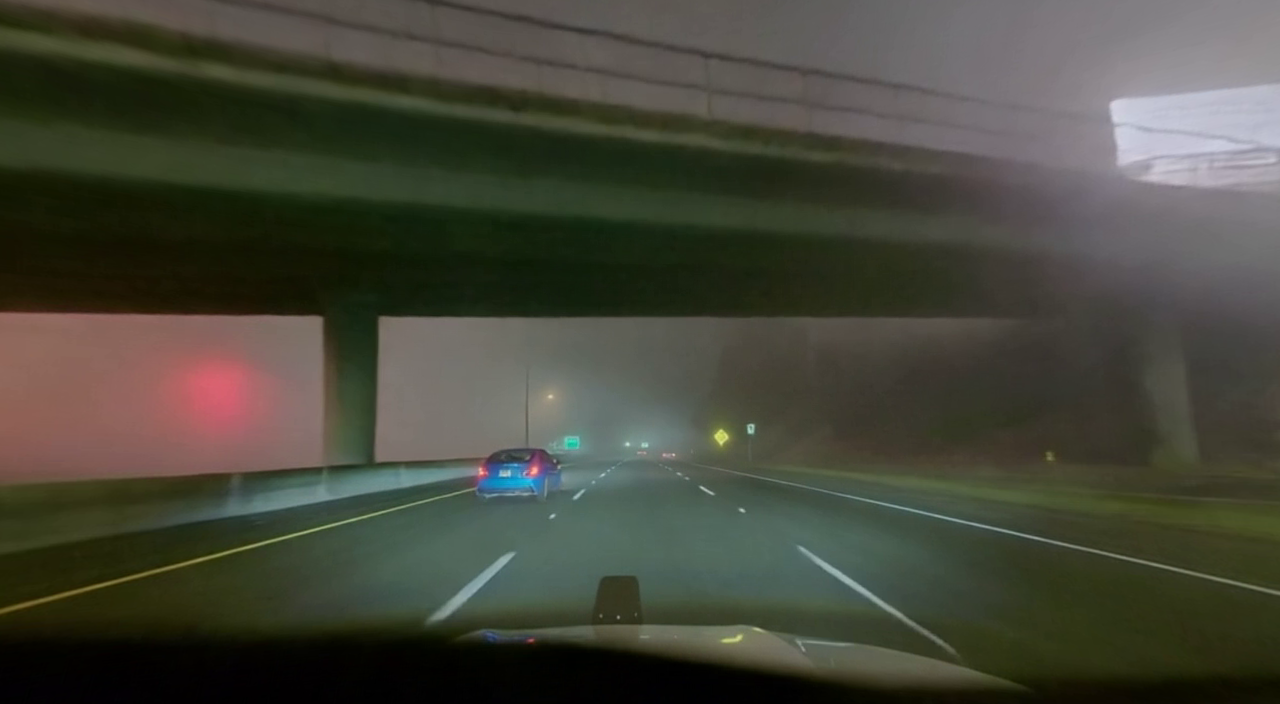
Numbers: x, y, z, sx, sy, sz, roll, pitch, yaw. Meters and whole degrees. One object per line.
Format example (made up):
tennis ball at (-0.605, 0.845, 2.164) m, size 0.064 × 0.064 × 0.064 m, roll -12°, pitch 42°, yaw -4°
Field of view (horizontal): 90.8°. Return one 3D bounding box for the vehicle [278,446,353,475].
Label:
vehicle at (-21.764, 7.287, 42.695) m, size 2.092 × 1.783 × 5.548 m, roll 0°, pitch -9°, yaw 0°

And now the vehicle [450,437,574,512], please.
vehicle at (-2.956, 2.940, 15.718) m, size 2.029 × 1.557 × 4.570 m, roll 0°, pitch -9°, yaw 1°
